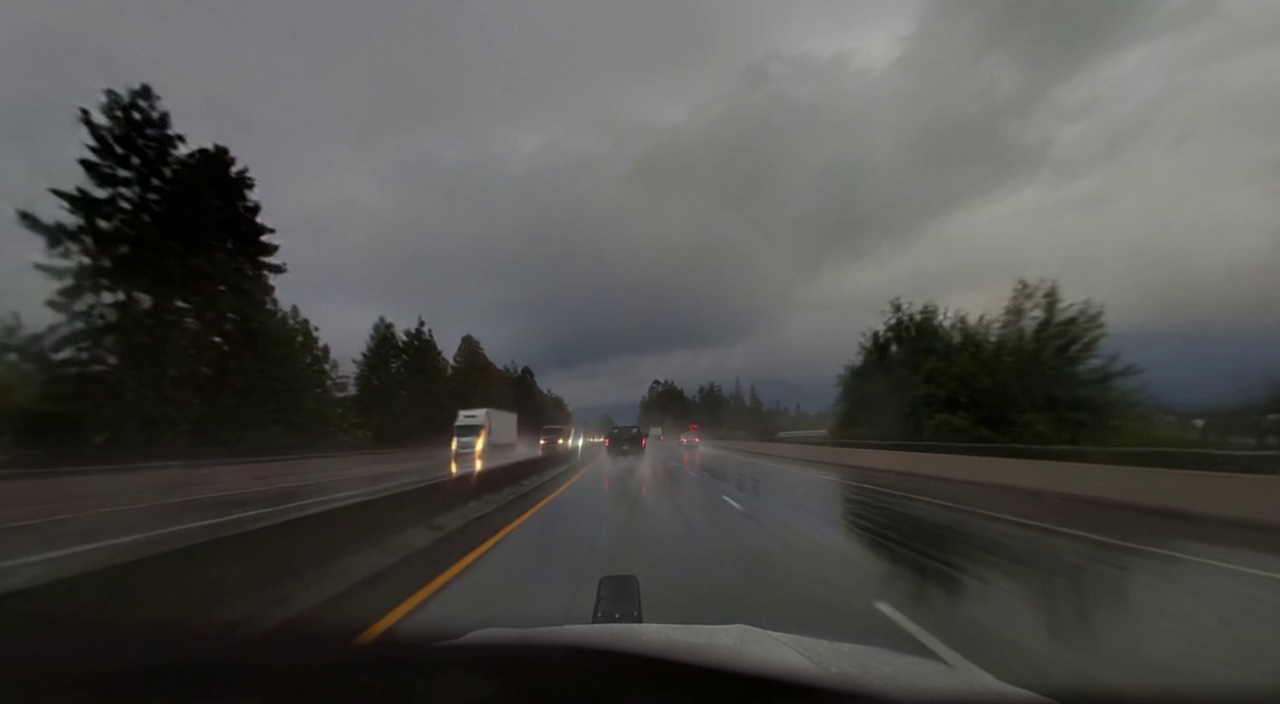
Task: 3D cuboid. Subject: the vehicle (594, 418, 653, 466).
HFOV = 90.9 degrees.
[{"bbox_3d":[-0.772,4.150,29.150,2.503,2.044,4.633,0,-8,-2],"label":"vehicle"}]
